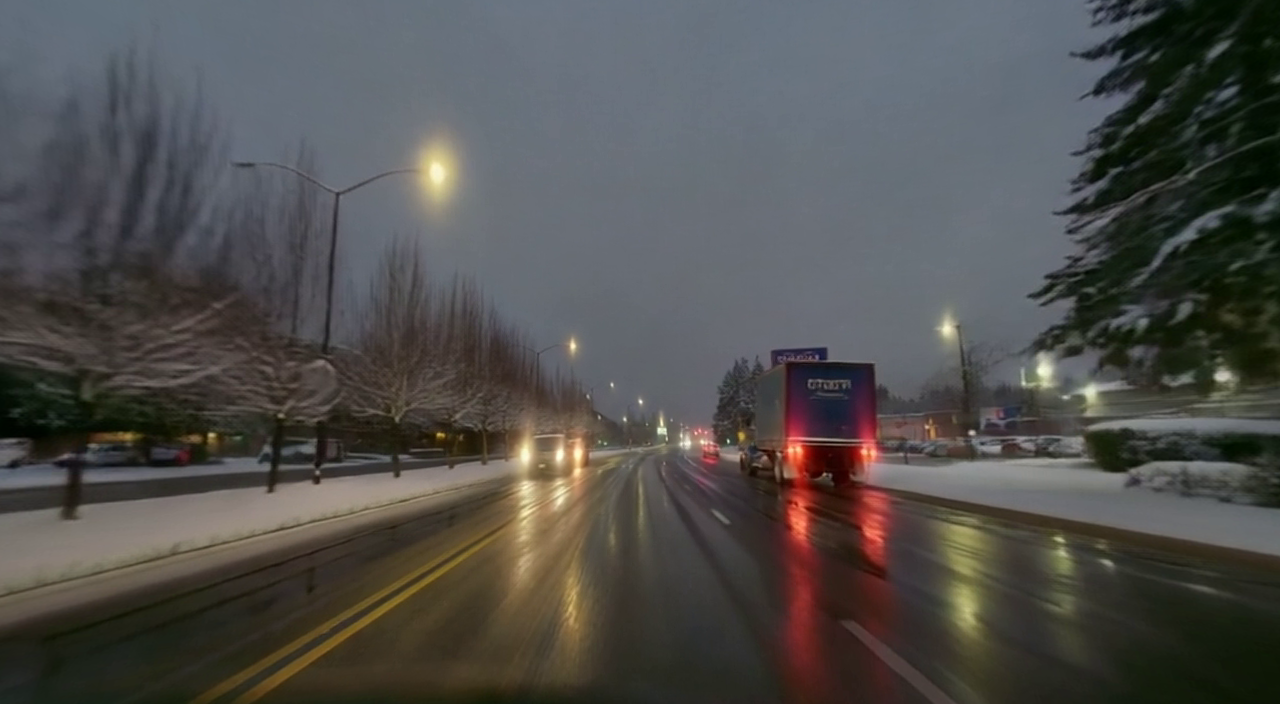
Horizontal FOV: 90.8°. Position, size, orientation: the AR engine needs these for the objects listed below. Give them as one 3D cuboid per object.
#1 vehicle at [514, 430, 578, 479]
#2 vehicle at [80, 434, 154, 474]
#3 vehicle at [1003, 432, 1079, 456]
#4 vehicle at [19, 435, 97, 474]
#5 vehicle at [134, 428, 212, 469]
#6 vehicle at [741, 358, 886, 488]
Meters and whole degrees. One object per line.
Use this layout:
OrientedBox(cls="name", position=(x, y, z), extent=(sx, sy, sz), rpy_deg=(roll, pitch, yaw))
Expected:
OrientedBox(cls="vehicle", position=(-4.376, 4.894, 30.419), extent=(2.270, 2.068, 5.865), rpy_deg=(0, -9, -1))
OrientedBox(cls="vehicle", position=(-36.305, 7.054, 43.799), extent=(5.674, 2.586, 2.268), rpy_deg=(-6, -10, 35))
OrientedBox(cls="vehicle", position=(30.246, 6.987, 47.776), extent=(4.346, 1.772, 1.955), rpy_deg=(0, -10, 0))
OrientedBox(cls="vehicle", position=(-38.860, 6.795, 42.126), extent=(6.478, 2.425, 2.435), rpy_deg=(-6, -11, 36))
OrientedBox(cls="vehicle", position=(-34.580, 7.208, 46.723), extent=(6.078, 2.726, 2.294), rpy_deg=(-7, -12, 31))
OrientedBox(cls="vehicle", position=(6.161, 2.885, 24.379), extent=(2.981, 4.106, 8.794), rpy_deg=(0, -9, 0))
